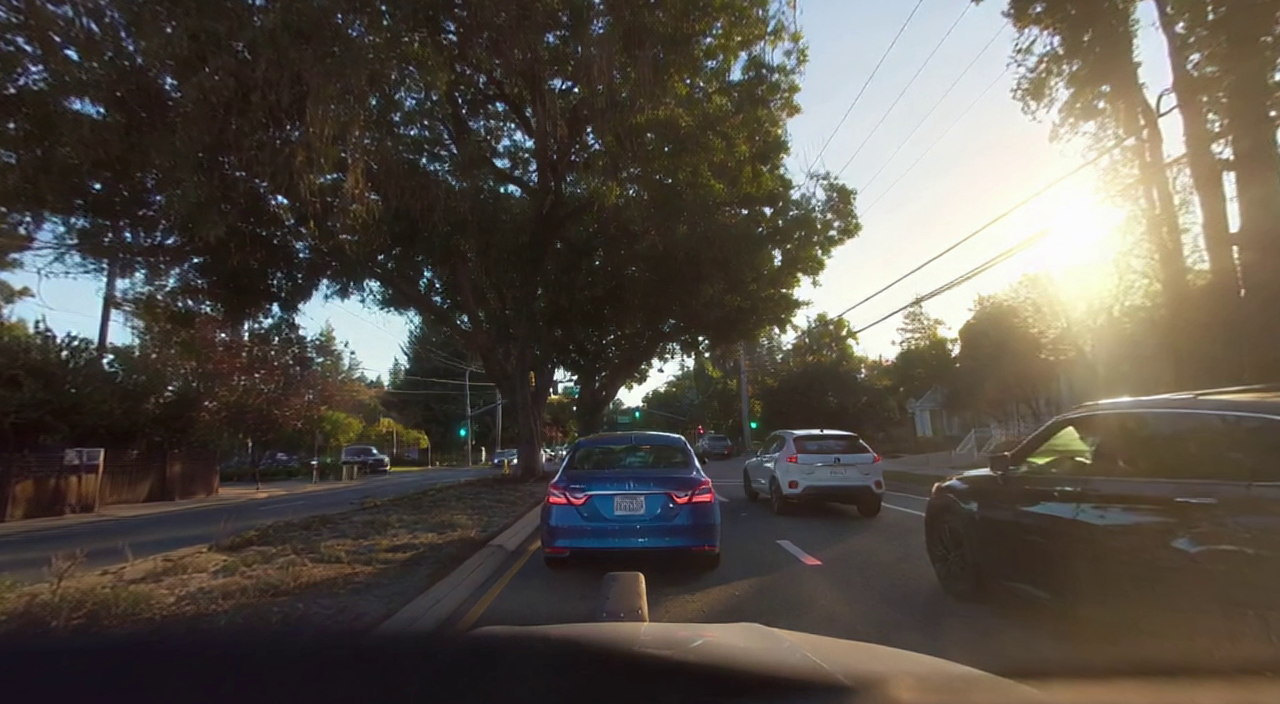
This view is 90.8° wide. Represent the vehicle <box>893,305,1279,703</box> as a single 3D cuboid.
[{"bbox_3d":[3.361,0.902,3.588,2.006,1.766,4.345,0,-8,0],"label":"vehicle"}]

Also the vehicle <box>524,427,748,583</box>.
[{"bbox_3d":[-0.089,1.804,8.311,2.186,1.500,4.141,0,-8,-1],"label":"vehicle"}]

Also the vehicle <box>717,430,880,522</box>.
[{"bbox_3d":[2.945,2.421,12.911,1.971,1.517,4.521,0,-8,-3],"label":"vehicle"}]

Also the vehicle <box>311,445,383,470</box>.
[{"bbox_3d":[-19.892,7.145,43.028,3.957,1.630,1.881,0,-8,0],"label":"vehicle"}]

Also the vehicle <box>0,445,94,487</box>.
[{"bbox_3d":[-22.618,4.113,22.897,4.092,1.438,1.639,-1,-8,1],"label":"vehicle"}]
